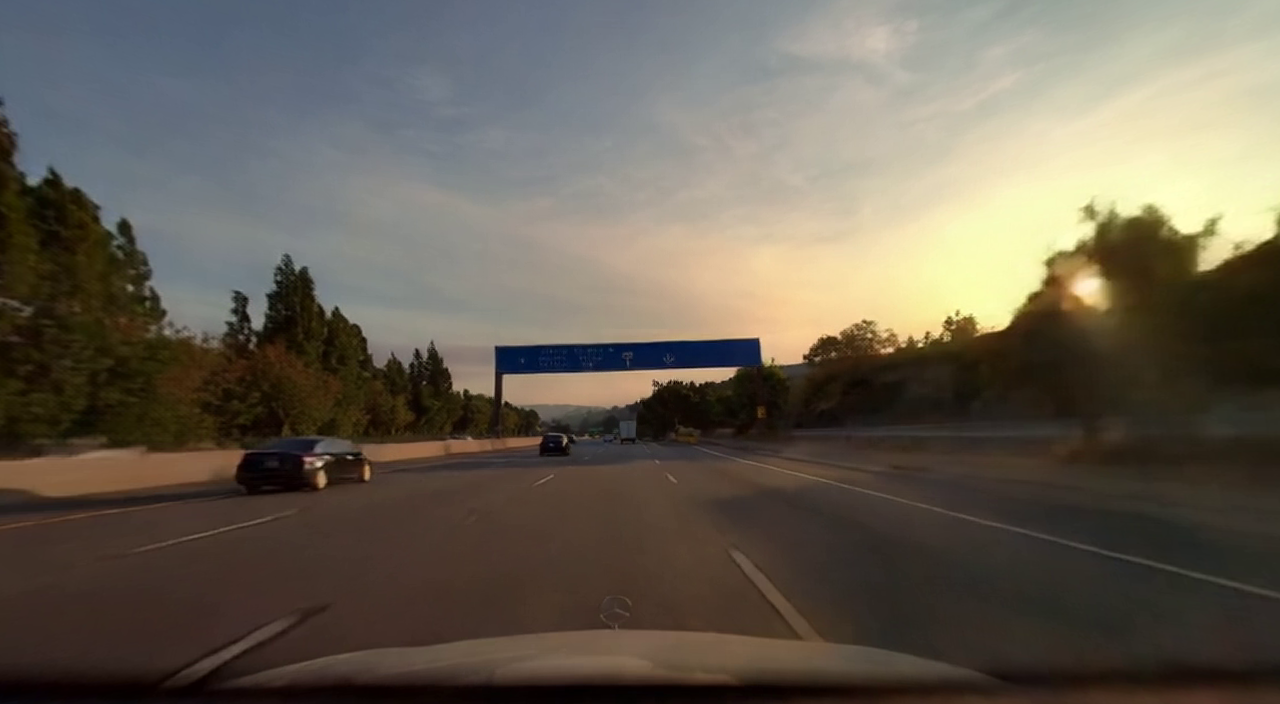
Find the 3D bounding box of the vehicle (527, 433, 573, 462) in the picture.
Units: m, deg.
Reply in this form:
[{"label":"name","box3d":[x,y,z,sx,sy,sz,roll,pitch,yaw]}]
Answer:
[{"label":"vehicle","box3d":[-4.803,5.121,34.045,1.912,1.495,3.703,0,-7,0]}]

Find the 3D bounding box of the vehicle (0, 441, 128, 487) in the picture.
[{"label":"vehicle","box3d":[-20.777,3.876,22.202,2.004,1.412,4.131,0,-7,-1]}]

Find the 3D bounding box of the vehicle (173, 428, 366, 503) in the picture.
[{"label":"vehicle","box3d":[-8.343,2.550,14.770,1.973,1.470,4.270,0,-7,-1]}]
